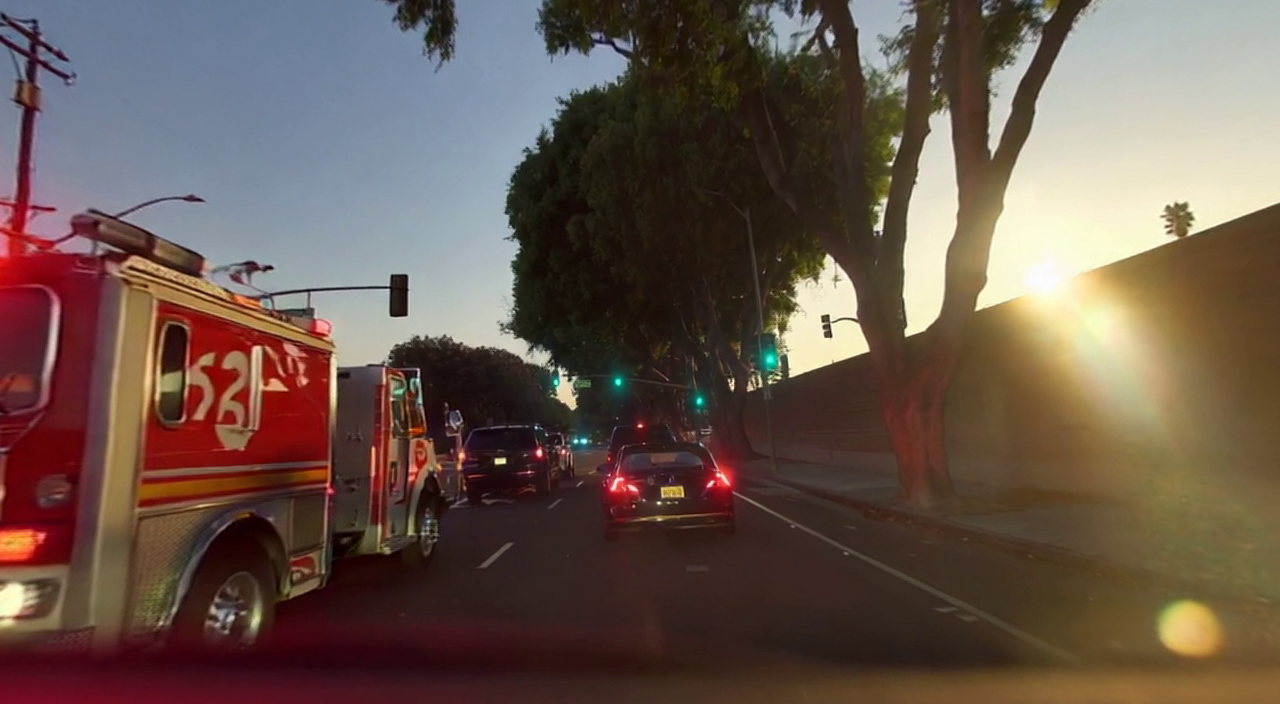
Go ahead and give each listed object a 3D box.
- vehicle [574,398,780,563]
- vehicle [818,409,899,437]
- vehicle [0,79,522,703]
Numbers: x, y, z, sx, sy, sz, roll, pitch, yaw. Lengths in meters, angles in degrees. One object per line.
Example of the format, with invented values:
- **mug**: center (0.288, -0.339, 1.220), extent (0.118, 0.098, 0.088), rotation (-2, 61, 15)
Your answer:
- **vehicle**: center (0.240, 1.807, 9.657), extent (2.332, 1.831, 4.930), rotation (0, -8, -4)
- **vehicle**: center (14.394, 4.719, 41.713), extent (4.528, 1.704, 2.073), rotation (1, -9, -12)
- **vehicle**: center (-3.544, 0.714, 6.526), extent (3.504, 3.426, 7.085), rotation (0, -6, -2)
